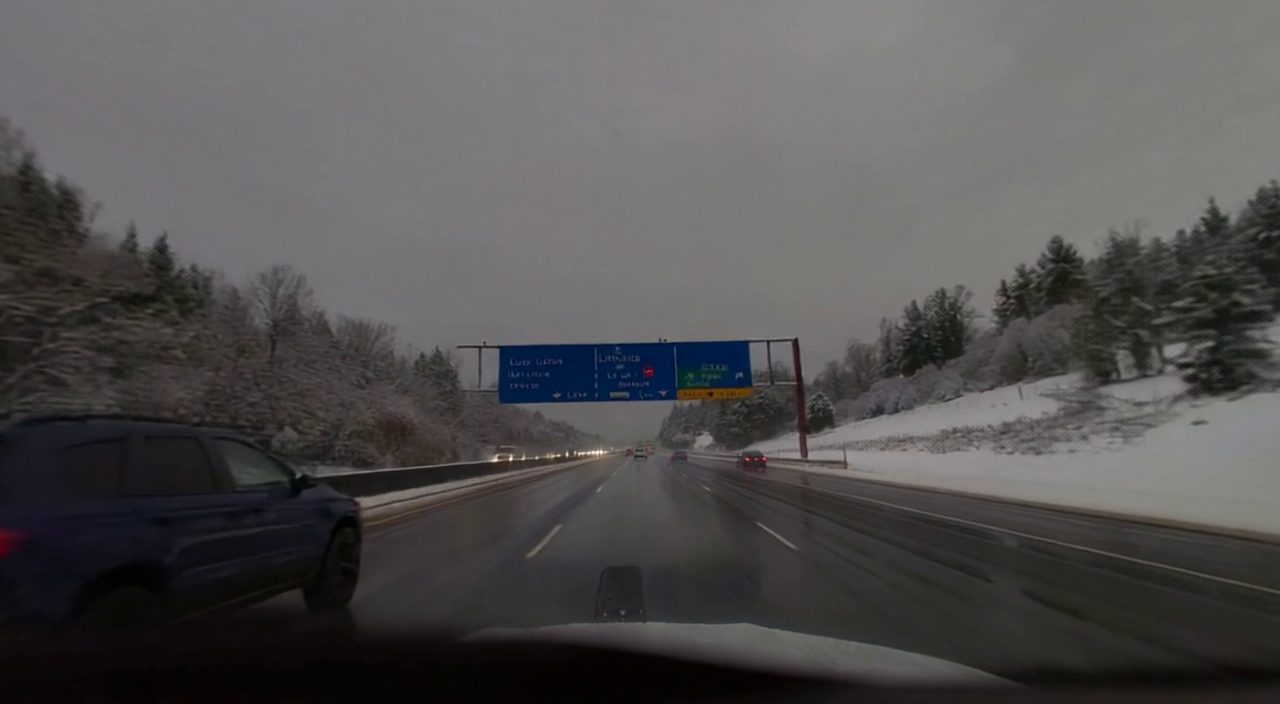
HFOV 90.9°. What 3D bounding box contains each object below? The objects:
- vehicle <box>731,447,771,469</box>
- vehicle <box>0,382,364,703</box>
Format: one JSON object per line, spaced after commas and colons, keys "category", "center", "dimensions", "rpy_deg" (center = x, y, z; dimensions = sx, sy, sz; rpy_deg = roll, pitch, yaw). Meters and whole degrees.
{"category": "vehicle", "center": [7.806, 7.504, 44.786], "dimensions": [1.943, 1.493, 4.507], "rpy_deg": [0, -9, -1]}
{"category": "vehicle", "center": [-3.349, 0.990, 2.847], "dimensions": [2.191, 1.563, 4.318], "rpy_deg": [0, -9, 1]}
